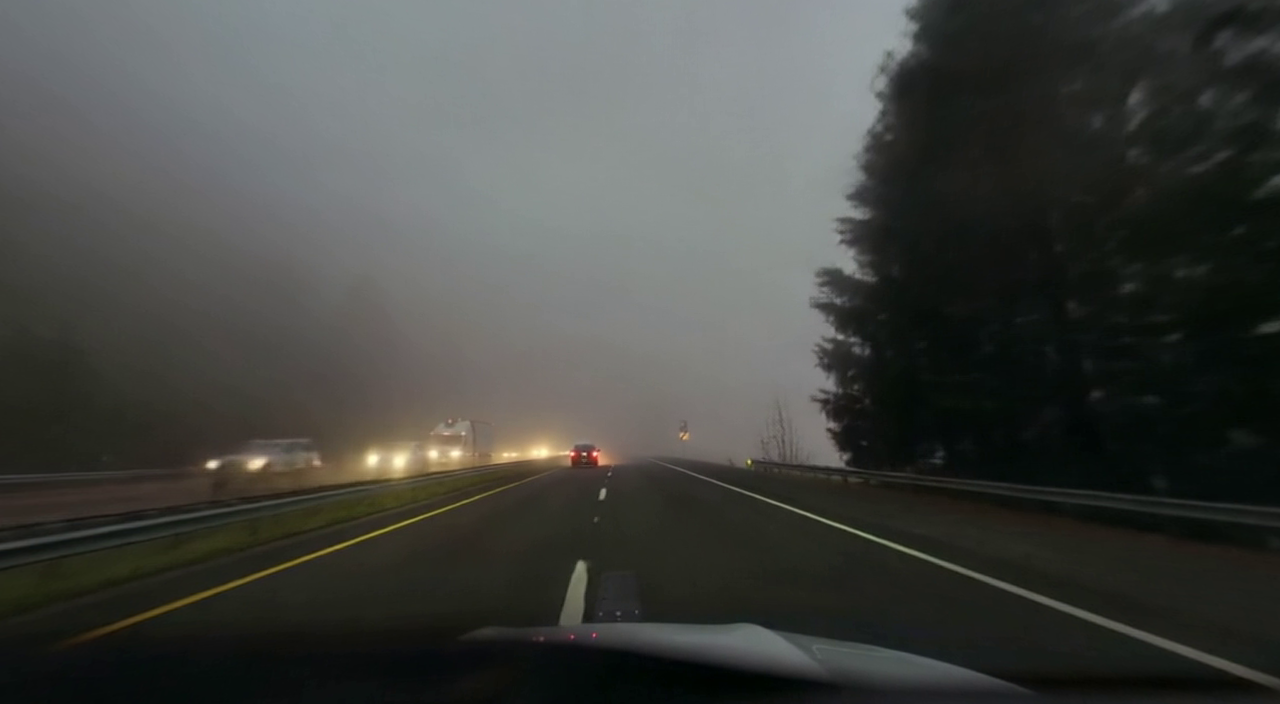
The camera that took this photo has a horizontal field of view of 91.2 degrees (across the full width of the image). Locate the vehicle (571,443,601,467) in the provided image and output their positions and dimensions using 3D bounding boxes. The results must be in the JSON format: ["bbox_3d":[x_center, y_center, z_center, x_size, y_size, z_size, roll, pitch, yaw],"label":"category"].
[{"bbox_3d":[-3.959,7.655,46.589,2.098,1.692,4.038,0,-9,-2],"label":"vehicle"}]

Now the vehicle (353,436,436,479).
[{"bbox_3d":[-11.946,5.180,30.911,2.207,1.926,4.777,0,-9,-2],"label":"vehicle"}]

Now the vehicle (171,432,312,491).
[{"bbox_3d":[-15.557,4.293,24.930,2.209,2.067,5.308,0,-9,-2],"label":"vehicle"}]
